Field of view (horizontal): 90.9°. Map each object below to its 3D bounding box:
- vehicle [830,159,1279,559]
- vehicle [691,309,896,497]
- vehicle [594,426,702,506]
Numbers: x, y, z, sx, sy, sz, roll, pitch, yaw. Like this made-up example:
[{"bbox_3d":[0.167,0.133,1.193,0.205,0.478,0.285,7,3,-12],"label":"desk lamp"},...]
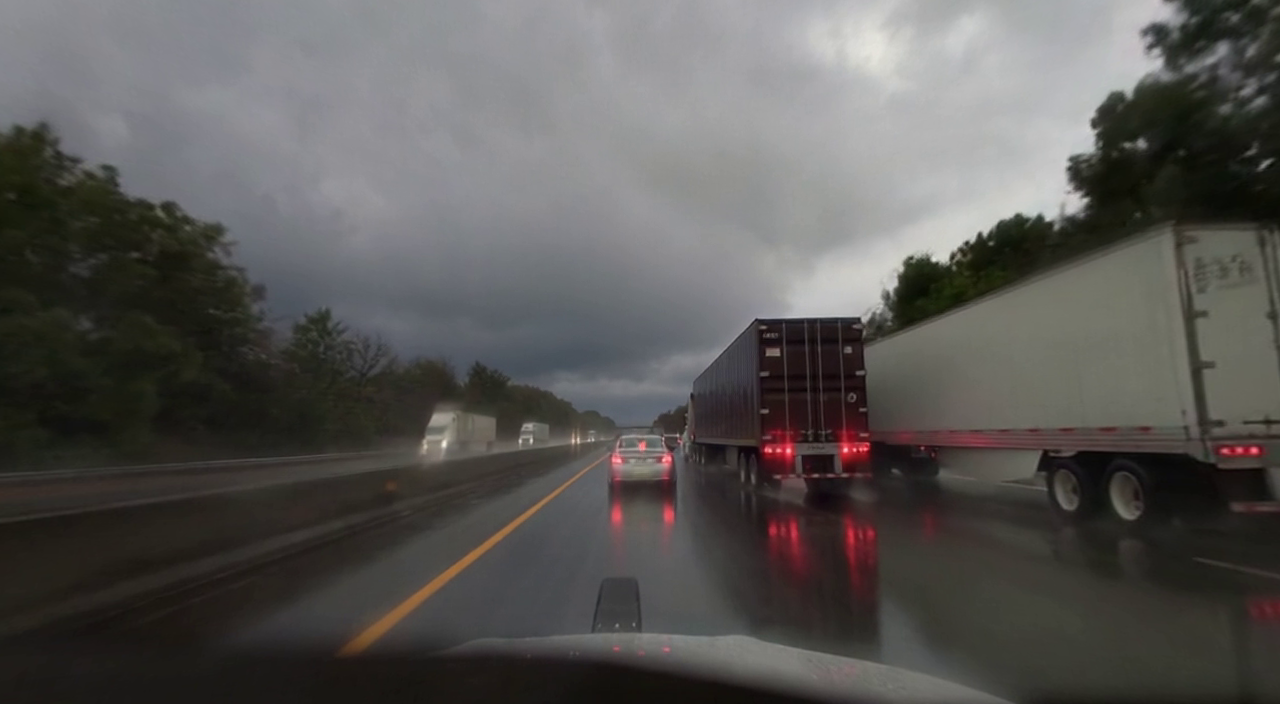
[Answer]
[{"bbox_3d":[8.081,0.930,13.797,3.110,4.308,14.260,0,-7,-1],"label":"vehicle"},{"bbox_3d":[3.898,1.993,20.834,2.888,4.099,14.183,0,-7,-1],"label":"vehicle"},{"bbox_3d":[0.106,2.398,13.798,2.038,1.477,3.773,0,-8,-1],"label":"vehicle"}]
